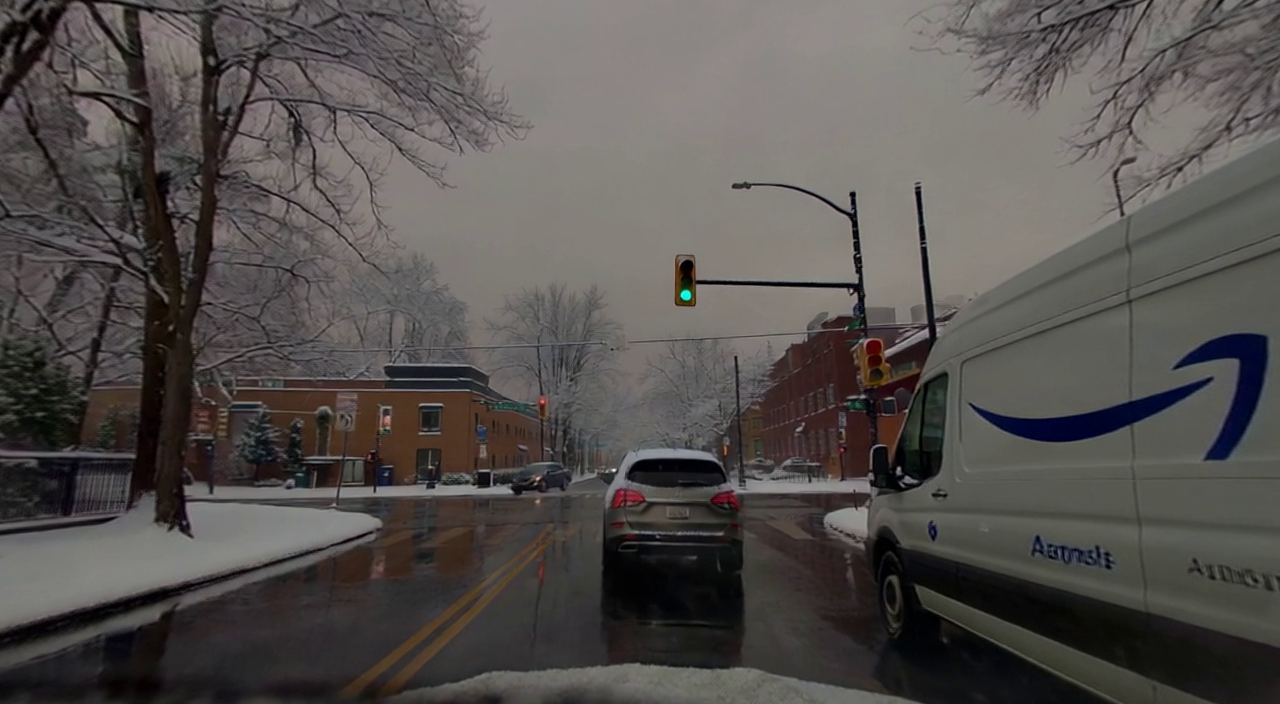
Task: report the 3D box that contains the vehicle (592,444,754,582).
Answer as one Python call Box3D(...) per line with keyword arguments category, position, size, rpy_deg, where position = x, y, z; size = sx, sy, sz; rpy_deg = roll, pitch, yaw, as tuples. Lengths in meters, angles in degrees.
Box3D(category="vehicle", position=(0.333, 2.282, 9.488), size=(1.961, 1.629, 3.610), rpy_deg=(1, -10, -2))

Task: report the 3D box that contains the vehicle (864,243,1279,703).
Box3D(category="vehicle", position=(2.852, 0.815, 2.438), size=(2.054, 1.965, 5.248), rpy_deg=(1, -10, 0))

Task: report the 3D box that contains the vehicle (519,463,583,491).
Box3D(category="vehicle", position=(-5.711, 8.113, 41.117), size=(1.993, 1.692, 4.675), rpy_deg=(-4, -11, 23))
